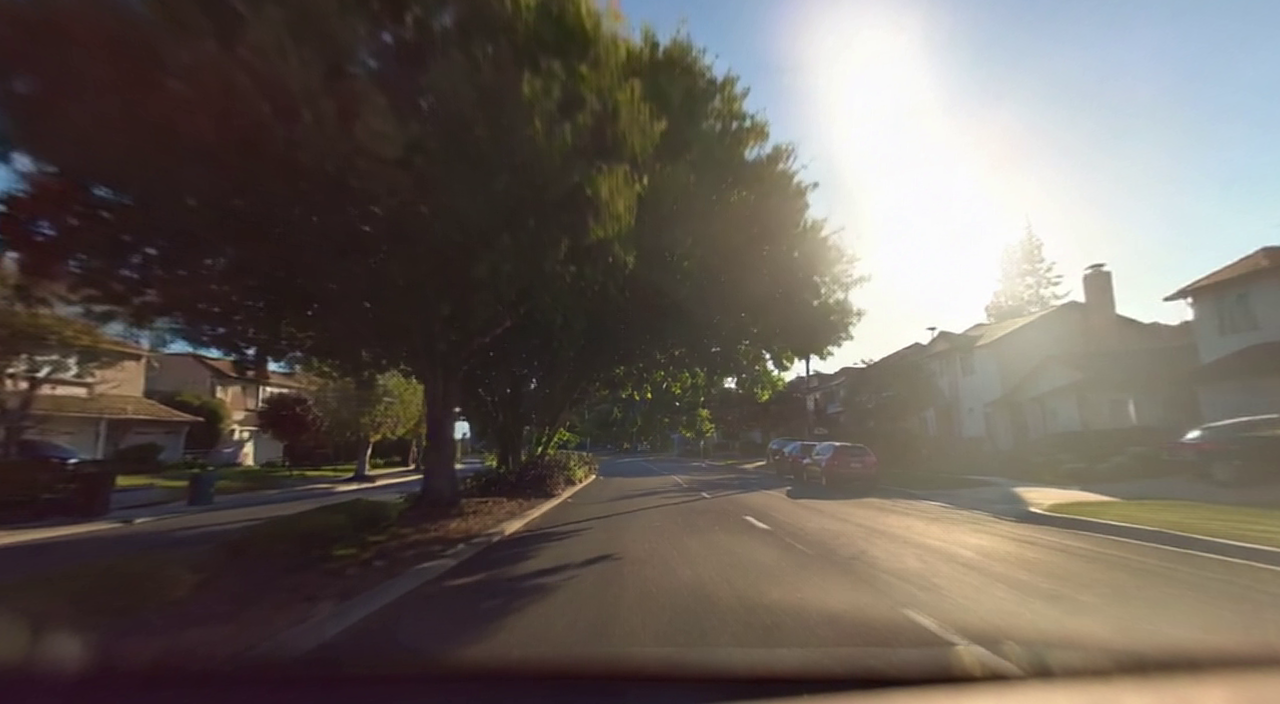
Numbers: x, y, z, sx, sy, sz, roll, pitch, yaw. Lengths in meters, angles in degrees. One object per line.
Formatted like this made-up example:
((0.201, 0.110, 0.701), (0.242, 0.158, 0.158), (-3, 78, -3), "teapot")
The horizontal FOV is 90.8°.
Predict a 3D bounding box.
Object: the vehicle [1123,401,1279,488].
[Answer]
((15.231, 2.203, 15.678), (4.513, 1.818, 2.159), (-5, -8, 0), "vehicle")

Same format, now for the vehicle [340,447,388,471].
((-18.770, 7.290, 43.140), (1.998, 1.492, 4.660), (1, -8, -11), "vehicle")

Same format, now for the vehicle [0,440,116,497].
((-21.171, 3.823, 20.857), (5.659, 1.769, 2.073), (0, -8, -3), "vehicle")

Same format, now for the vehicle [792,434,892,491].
((6.760, 3.741, 21.763), (1.996, 1.745, 4.556), (-1, -8, 1), "vehicle")

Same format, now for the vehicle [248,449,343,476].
((-20.127, 6.441, 37.085), (4.367, 1.466, 1.980), (0, -8, -3), "vehicle")
